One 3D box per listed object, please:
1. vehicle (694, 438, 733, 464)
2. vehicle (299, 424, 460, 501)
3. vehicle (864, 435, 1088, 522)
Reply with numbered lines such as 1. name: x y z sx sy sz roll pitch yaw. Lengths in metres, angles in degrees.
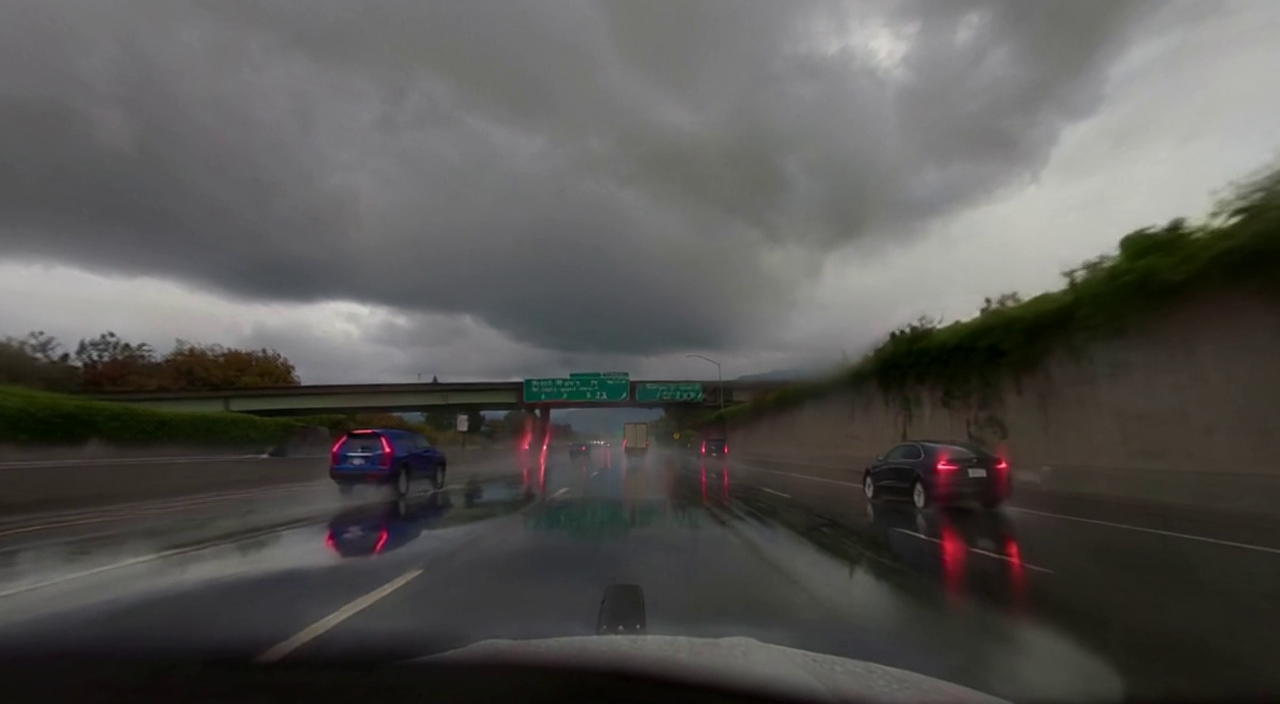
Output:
1. vehicle: 5.531 7.562 48.240 2.220 1.898 4.752 0 -9 -3
2. vehicle: -6.639 2.896 16.871 2.179 1.753 4.999 0 -9 0
3. vehicle: 6.775 2.579 13.455 2.075 1.510 4.569 0 -9 -3
